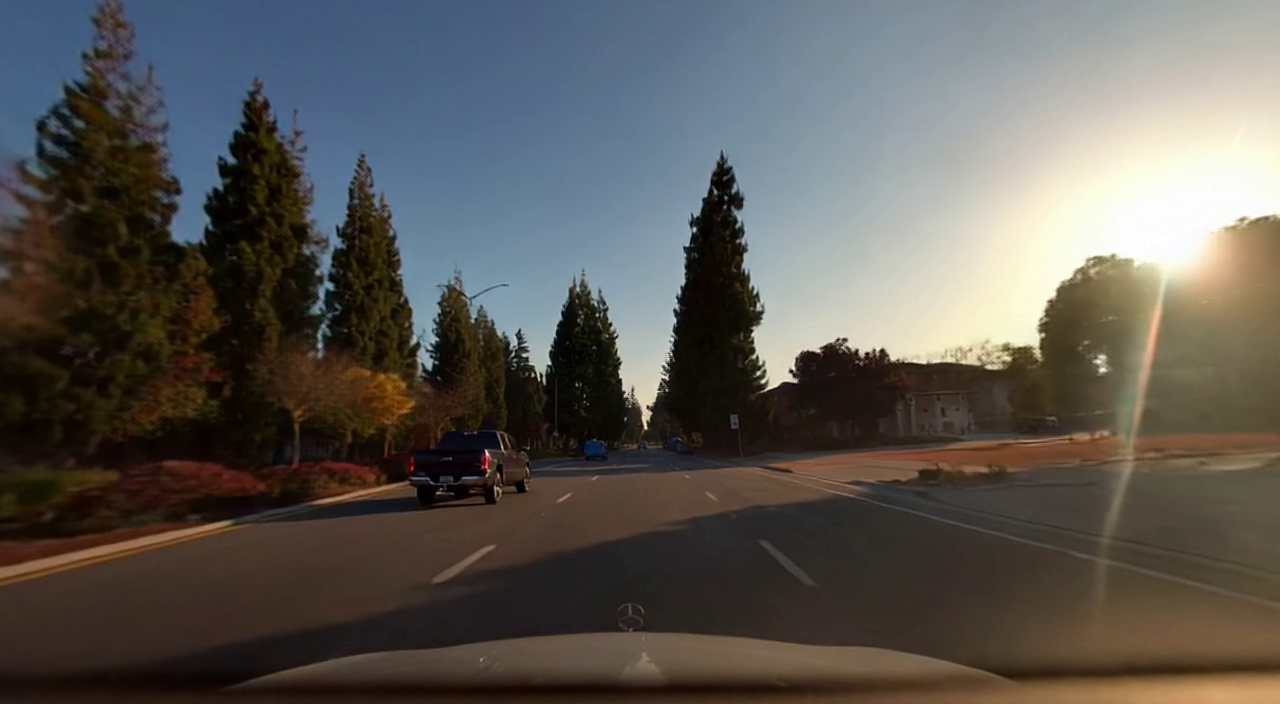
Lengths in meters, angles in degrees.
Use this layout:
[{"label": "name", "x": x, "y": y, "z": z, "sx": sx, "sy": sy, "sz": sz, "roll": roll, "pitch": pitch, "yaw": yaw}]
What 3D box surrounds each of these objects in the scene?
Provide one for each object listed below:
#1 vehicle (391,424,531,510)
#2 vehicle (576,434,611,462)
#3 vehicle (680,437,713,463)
[{"label": "vehicle", "x": -4.094, "y": 2.708, "z": 15.360, "sx": 2.002, "sy": 1.747, "sz": 4.728, "roll": 0, "pitch": -8, "yaw": 0}, {"label": "vehicle", "x": -3.422, "y": 7.201, "z": 47.178, "sx": 2.230, "sy": 1.987, "sz": 4.385, "roll": 0, "pitch": -8, "yaw": 2}, {"label": "vehicle", "x": 4.051, "y": 7.145, "z": 46.000, "sx": 2.016, "sy": 1.736, "sz": 4.356, "roll": 0, "pitch": -8, "yaw": 0}]
